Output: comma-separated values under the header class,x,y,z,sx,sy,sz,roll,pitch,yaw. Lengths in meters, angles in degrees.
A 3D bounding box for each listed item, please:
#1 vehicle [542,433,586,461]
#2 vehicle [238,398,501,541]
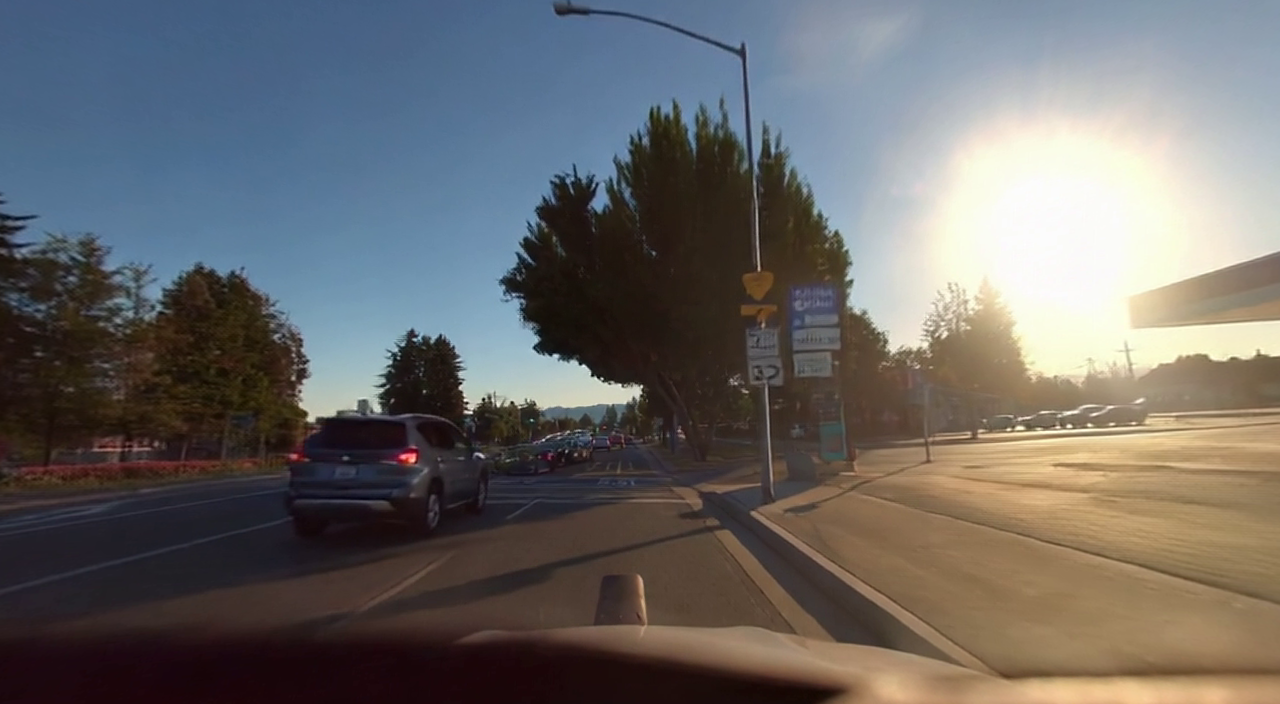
class,x,y,z,sx,sy,sz,roll,pitch,yaw
vehicle,-4.437,5.650,37.397,2.060,1.580,3.980,0,-8,1
vehicle,-3.979,1.839,10.382,2.306,1.815,4.476,0,-8,0
